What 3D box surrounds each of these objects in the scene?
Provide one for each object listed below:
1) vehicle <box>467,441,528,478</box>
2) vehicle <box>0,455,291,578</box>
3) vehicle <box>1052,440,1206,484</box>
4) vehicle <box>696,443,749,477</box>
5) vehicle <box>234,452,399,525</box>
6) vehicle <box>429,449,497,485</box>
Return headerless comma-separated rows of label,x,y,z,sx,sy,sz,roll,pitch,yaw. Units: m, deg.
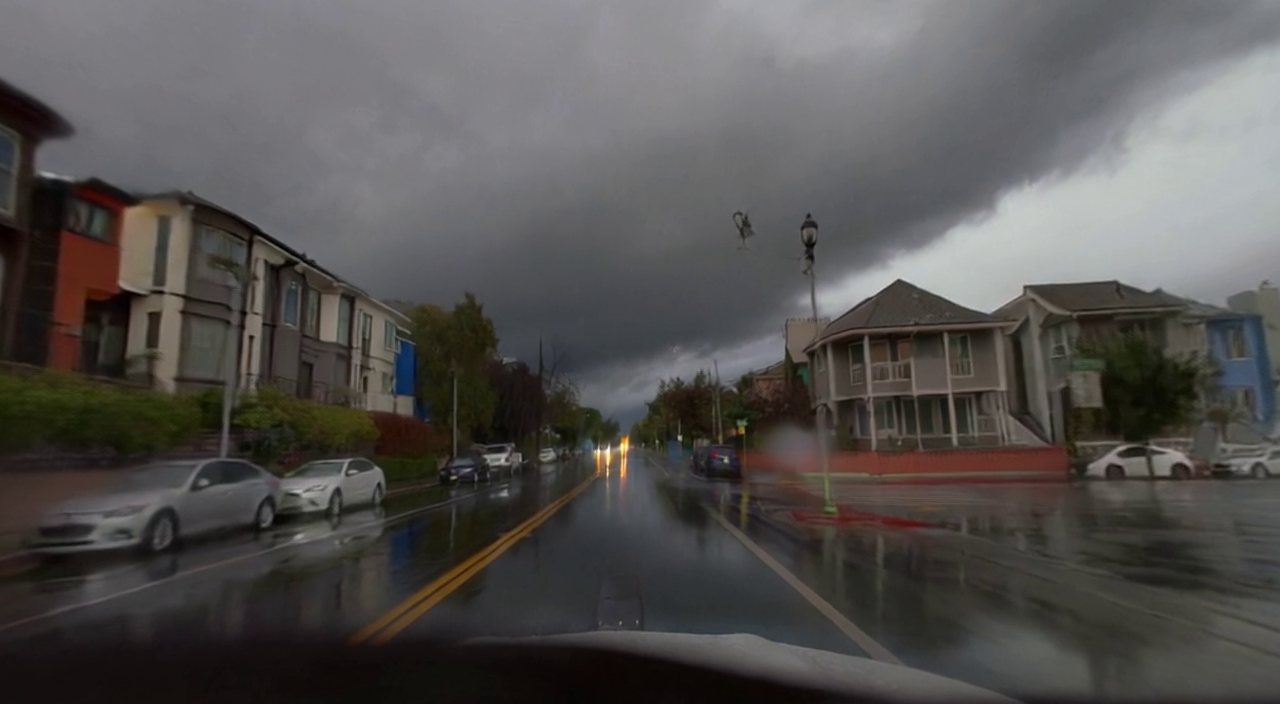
vehicle,-7.815,5.980,35.203,2.283,1.853,4.903,-1,-9,-1
vehicle,-8.036,2.485,10.419,1.970,1.480,4.616,-1,-9,-1
vehicle,20.141,4.534,26.193,4.568,1.727,2.199,0,-9,-2
vehicle,4.330,5.706,33.713,2.034,1.674,4.271,1,-9,-3
vehicle,-7.938,3.347,16.097,1.836,1.474,4.565,-1,-8,-1
vehicle,-8.065,5.271,29.236,1.967,1.517,4.360,0,-9,-1
